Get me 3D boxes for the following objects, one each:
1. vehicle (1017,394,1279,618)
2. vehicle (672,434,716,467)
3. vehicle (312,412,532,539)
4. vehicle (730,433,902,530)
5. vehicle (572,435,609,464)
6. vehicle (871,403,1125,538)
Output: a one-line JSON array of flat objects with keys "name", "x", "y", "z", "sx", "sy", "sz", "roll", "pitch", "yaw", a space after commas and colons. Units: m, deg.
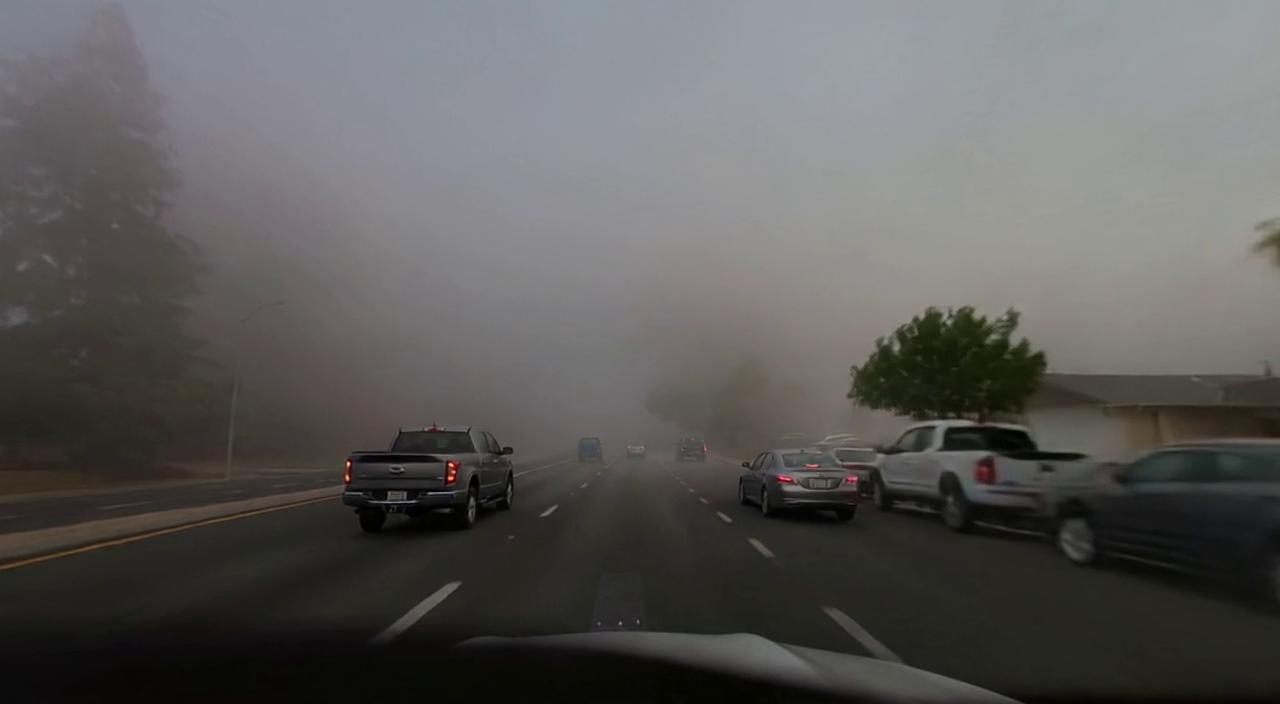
[{"name": "vehicle", "x": 6.329, "y": 1.441, "z": 6.355, "sx": 2.031, "sy": 1.837, "sz": 4.822, "roll": 0, "pitch": -8, "yaw": 0}, {"name": "vehicle", "x": 3.162, "y": 5.897, "z": 37.925, "sx": 2.099, "sy": 1.845, "sz": 4.363, "roll": 0, "pitch": -8, "yaw": -2}, {"name": "vehicle", "x": -3.490, "y": 2.109, "z": 11.478, "sx": 2.111, "sy": 1.745, "sz": 5.274, "roll": 0, "pitch": -8, "yaw": 0}, {"name": "vehicle", "x": 2.992, "y": 2.289, "z": 11.789, "sx": 1.884, "sy": 1.463, "sz": 4.195, "roll": 0, "pitch": -8, "yaw": -2}, {"name": "vehicle", "x": -3.385, "y": 6.777, "z": 44.021, "sx": 2.218, "sy": 1.829, "sz": 4.492, "roll": 0, "pitch": -8, "yaw": 0}, {"name": "vehicle", "x": 6.314, "y": 2.144, "z": 12.034, "sx": 2.012, "sy": 2.032, "sz": 4.728, "roll": 0, "pitch": -8, "yaw": 0}]
